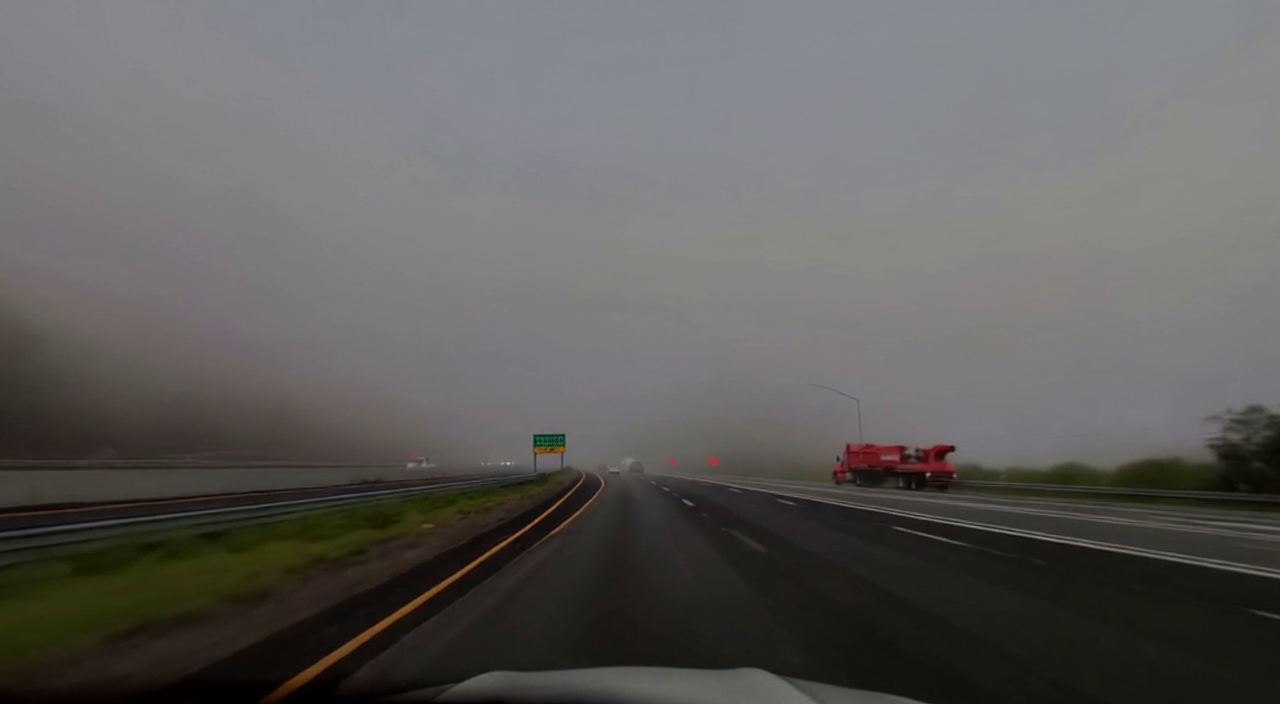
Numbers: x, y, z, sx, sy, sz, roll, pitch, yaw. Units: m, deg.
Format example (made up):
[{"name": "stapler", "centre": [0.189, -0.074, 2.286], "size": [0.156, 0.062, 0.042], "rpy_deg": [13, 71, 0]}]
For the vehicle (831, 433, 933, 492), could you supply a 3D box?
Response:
[{"name": "vehicle", "centre": [16.005, 7.504, 42.520], "size": [2.902, 3.371, 8.875], "rpy_deg": [4, -11, -4]}]

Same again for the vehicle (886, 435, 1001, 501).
[{"name": "vehicle", "centre": [16.558, 6.387, 34.861], "size": [2.827, 3.120, 6.502], "rpy_deg": [4, -10, -3]}]

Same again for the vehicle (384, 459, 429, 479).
[{"name": "vehicle", "centre": [-17.846, 8.972, 48.251], "size": [1.946, 1.475, 4.594], "rpy_deg": [1, -10, -4]}]
